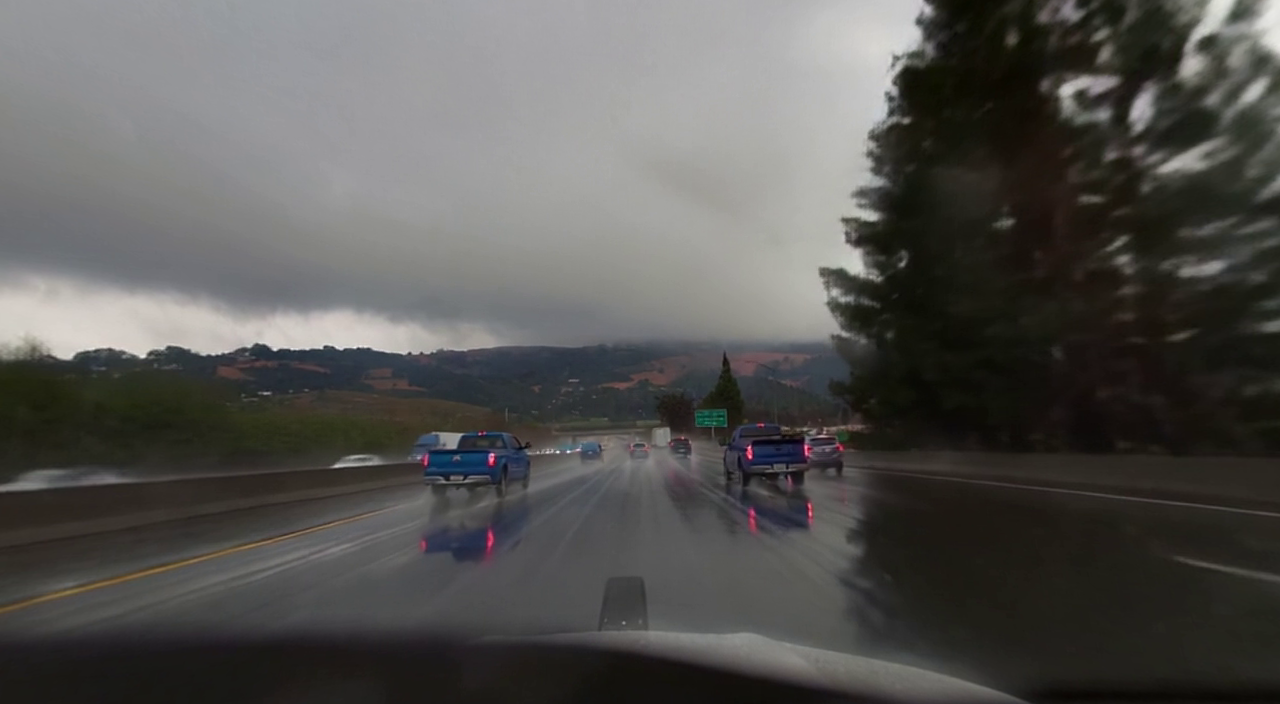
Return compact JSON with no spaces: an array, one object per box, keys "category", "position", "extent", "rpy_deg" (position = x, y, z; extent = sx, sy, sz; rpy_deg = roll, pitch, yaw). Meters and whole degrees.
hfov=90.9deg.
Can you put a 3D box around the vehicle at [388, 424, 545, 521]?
[{"category":"vehicle","position":[-3.817,2.757,15.076],"extent":[2.227,1.853,5.161],"rpy_deg":[-1,-8,1]}]

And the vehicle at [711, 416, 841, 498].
[{"category":"vehicle","position":[3.645,2.974,18.277],"extent":[2.424,1.952,5.611],"rpy_deg":[-1,-8,-1]}]

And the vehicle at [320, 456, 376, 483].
[{"category":"vehicle","position":[-20.834,8.408,45.209],"extent":[1.872,1.693,4.572],"rpy_deg":[-1,-8,0]}]

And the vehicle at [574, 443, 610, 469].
[{"category":"vehicle","position":[-3.446,7.536,45.988],"extent":[2.235,1.785,4.386],"rpy_deg":[-1,-8,1]}]

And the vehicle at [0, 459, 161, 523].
[{"category":"vehicle","position":[-17.191,4.066,18.969],"extent":[1.902,1.532,4.646],"rpy_deg":[-1,-8,0]}]
